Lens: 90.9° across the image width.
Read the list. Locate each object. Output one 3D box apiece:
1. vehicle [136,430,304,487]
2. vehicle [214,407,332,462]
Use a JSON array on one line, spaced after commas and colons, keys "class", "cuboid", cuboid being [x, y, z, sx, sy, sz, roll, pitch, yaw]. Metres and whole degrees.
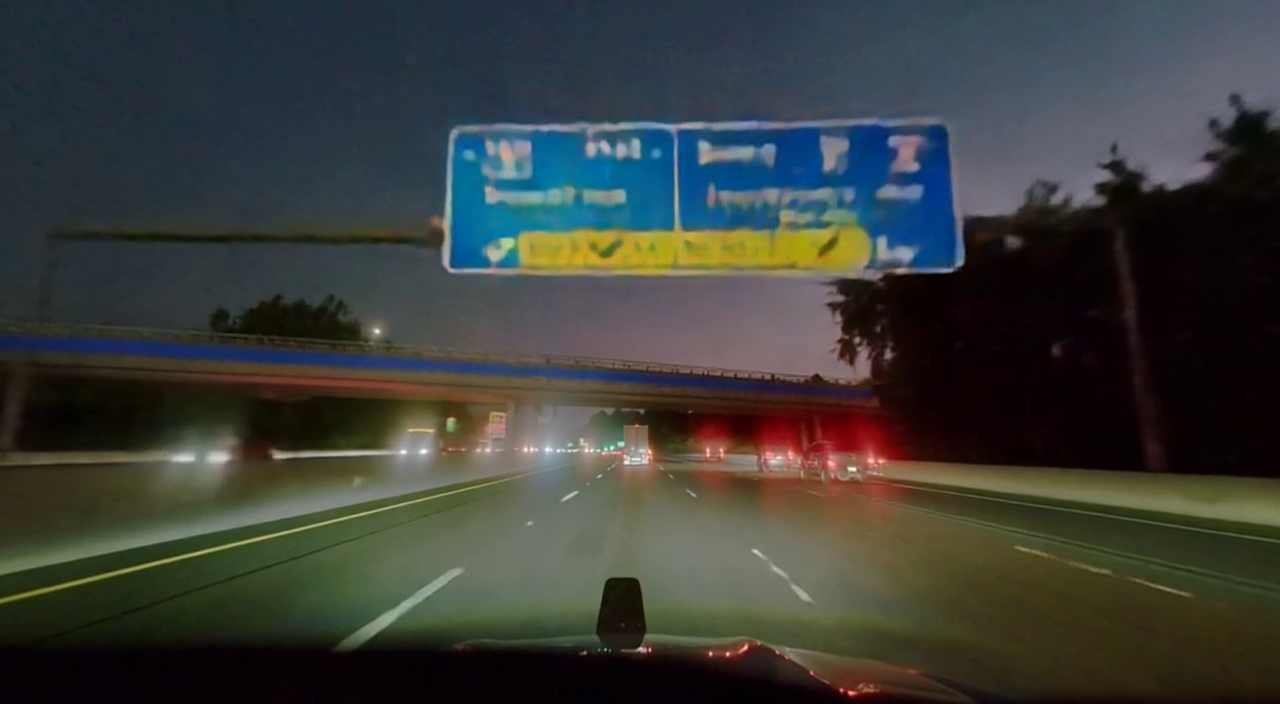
[{"class": "vehicle", "cuboid": [-12.070, 3.101, 18.573, 1.813, 1.450, 4.501, 0, -9, 1]}, {"class": "vehicle", "cuboid": [-23.702, 5.506, 41.353, 2.756, 3.192, 8.021, 0, -9, 0]}]
